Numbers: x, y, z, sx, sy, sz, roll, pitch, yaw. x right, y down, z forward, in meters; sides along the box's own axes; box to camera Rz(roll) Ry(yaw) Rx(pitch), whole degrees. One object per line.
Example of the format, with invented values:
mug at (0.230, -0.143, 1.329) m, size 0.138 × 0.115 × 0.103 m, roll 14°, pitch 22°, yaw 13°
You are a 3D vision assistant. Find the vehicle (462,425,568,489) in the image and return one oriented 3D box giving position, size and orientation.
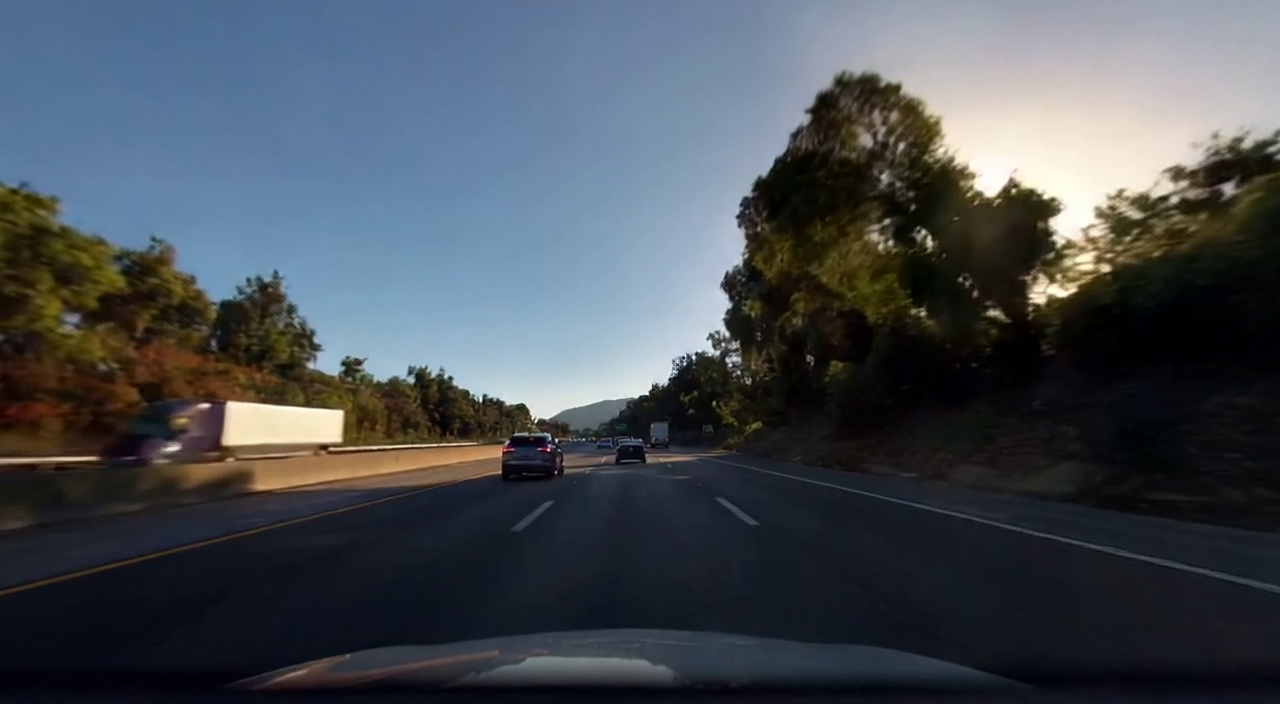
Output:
vehicle at (-3.633, 3.158, 19.268) m, size 2.264 × 1.699 × 4.648 m, roll 0°, pitch -8°, yaw 0°

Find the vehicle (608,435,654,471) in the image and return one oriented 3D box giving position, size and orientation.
vehicle at (-0.435, 4.782, 30.091) m, size 2.048 × 1.563 × 4.087 m, roll 0°, pitch -8°, yaw -1°
